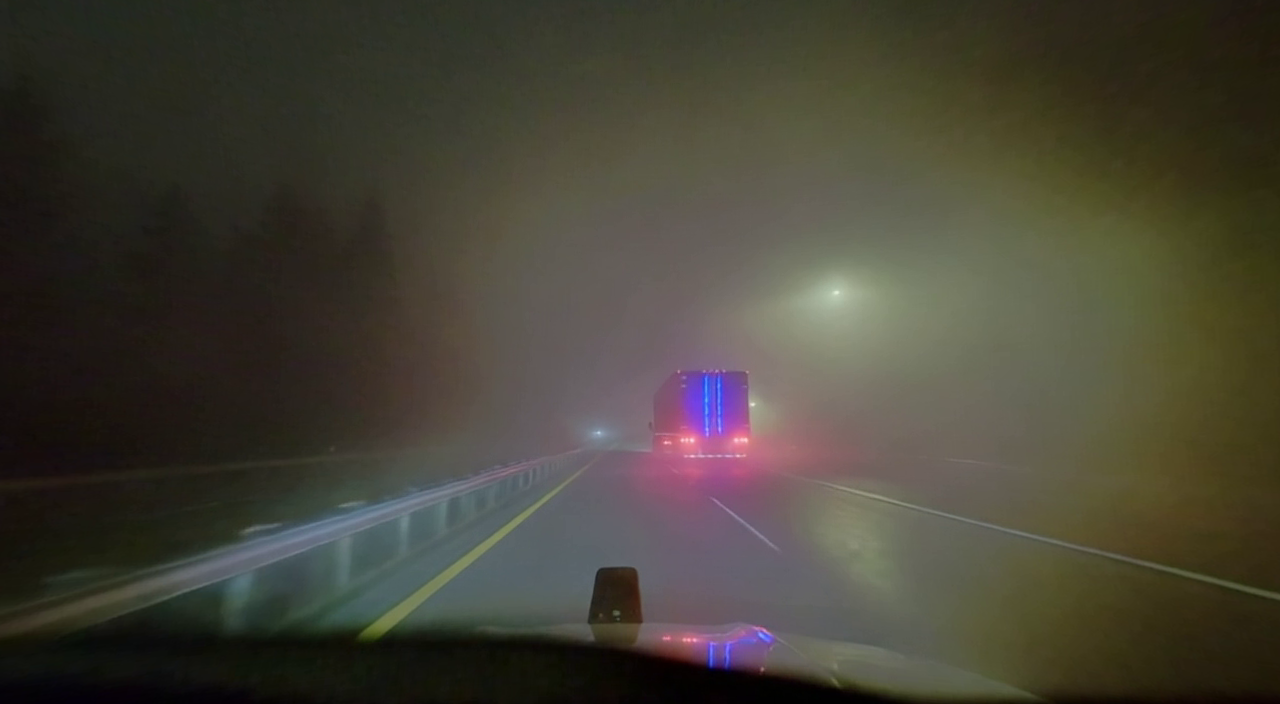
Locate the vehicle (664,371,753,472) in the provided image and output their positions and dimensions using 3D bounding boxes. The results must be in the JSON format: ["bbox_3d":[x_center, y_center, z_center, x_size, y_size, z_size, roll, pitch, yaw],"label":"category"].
[{"bbox_3d":[2.814,3.233,28.614,2.949,3.877,8.528,0,-8,-1],"label":"vehicle"}]
